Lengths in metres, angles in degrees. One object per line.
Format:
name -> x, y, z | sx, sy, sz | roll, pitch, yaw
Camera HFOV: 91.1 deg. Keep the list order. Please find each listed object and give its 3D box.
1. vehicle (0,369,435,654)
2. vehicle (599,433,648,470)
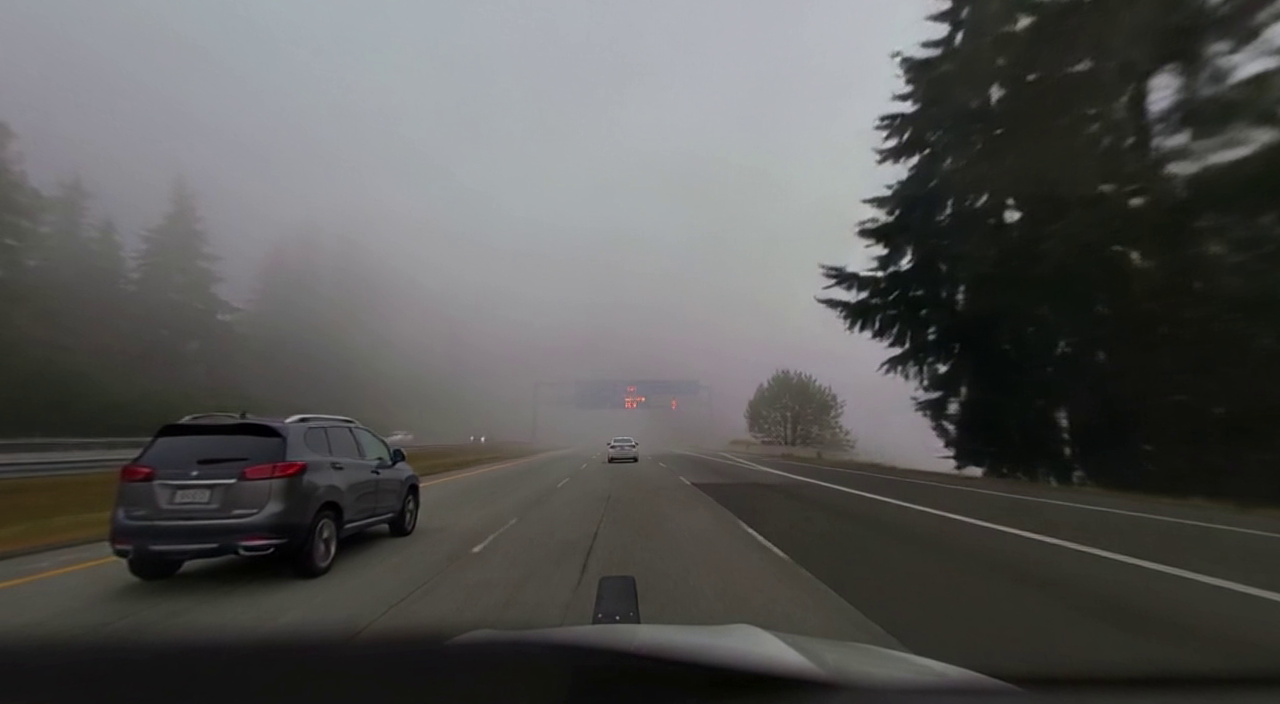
vehicle -> -3.776, 1.245, 6.046 | 2.111, 1.689, 4.505 | 0, -8, -1
vehicle -> -0.751, 4.383, 28.007 | 2.010, 1.534, 4.013 | 0, -8, -2
